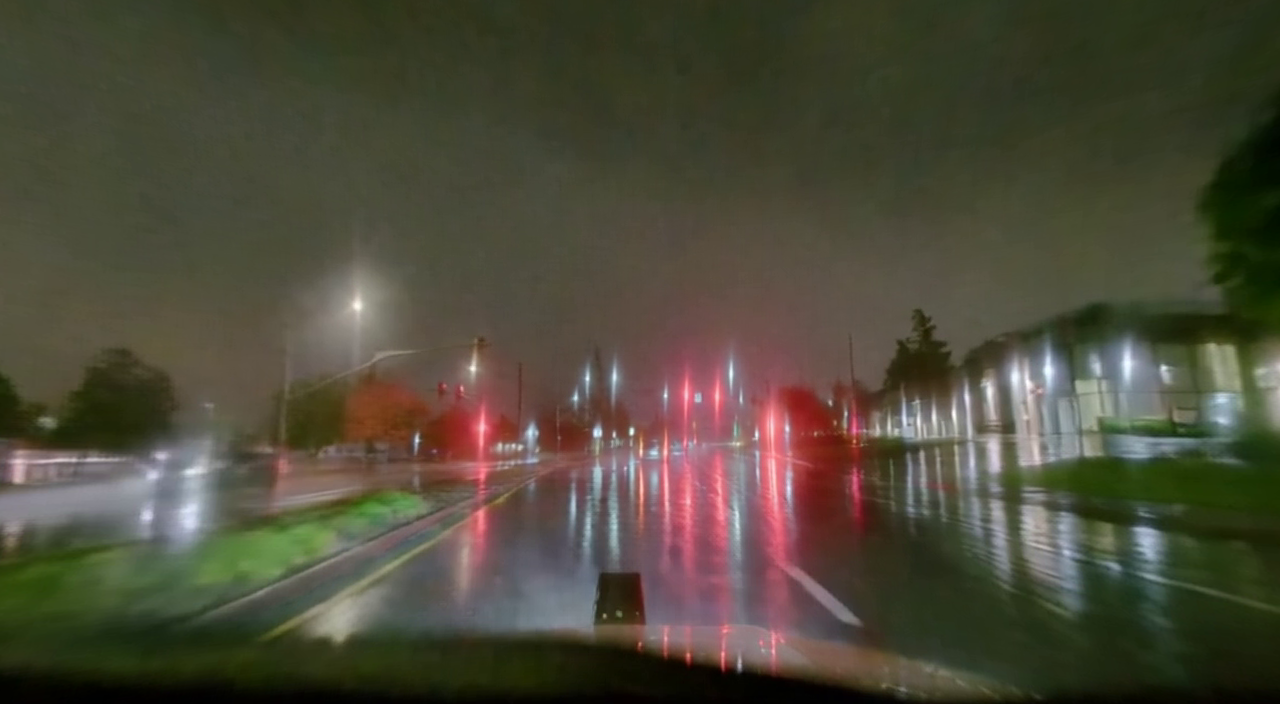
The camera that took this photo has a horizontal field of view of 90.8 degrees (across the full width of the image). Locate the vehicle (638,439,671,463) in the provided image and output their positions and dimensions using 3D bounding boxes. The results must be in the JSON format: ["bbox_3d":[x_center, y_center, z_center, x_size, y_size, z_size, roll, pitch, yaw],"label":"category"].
[{"bbox_3d":[1.041,6.776,43.337,2.037,1.568,3.693,0,-8,4],"label":"vehicle"}]

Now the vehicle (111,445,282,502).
[{"bbox_3d":[-16.212,4.413,23.632,2.292,1.843,5.642,0,-8,0],"label":"vehicle"}]
